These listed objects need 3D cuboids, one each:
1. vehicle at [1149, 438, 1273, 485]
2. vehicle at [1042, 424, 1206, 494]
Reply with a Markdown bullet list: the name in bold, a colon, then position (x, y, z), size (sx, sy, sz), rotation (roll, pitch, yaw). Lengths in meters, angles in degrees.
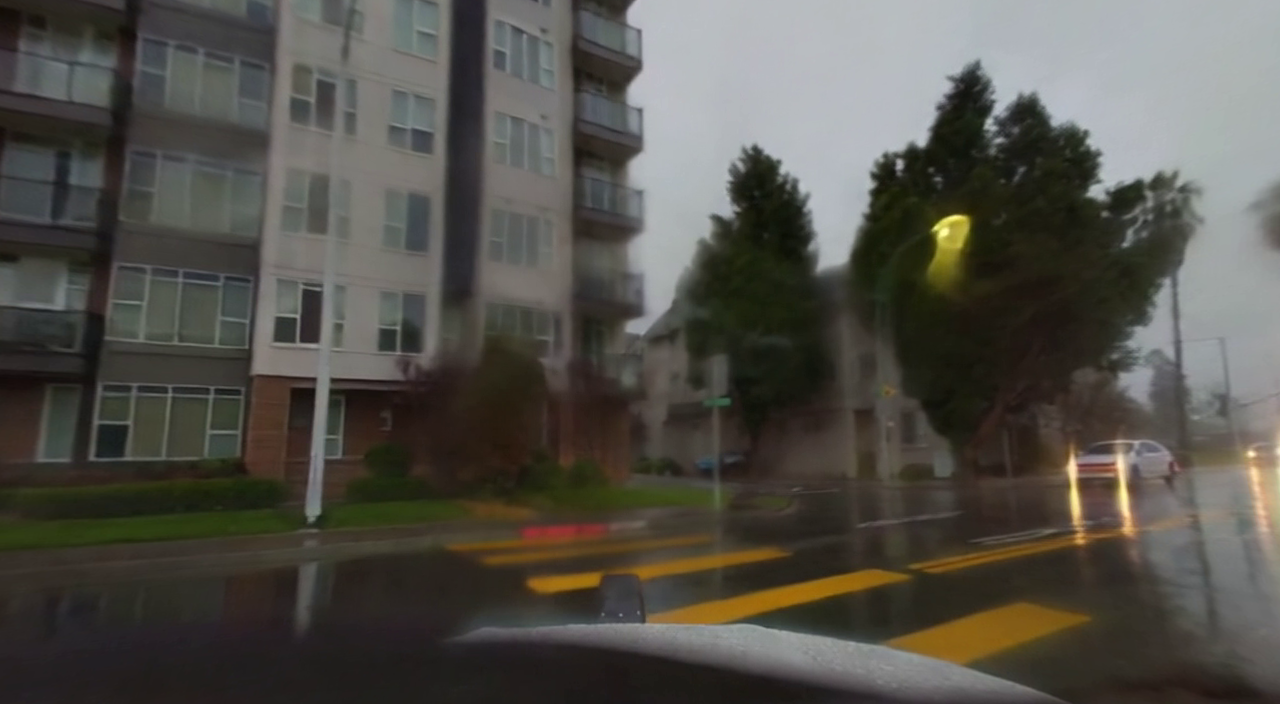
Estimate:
- **vehicle**: position (19.423, 3.666, 21.452), size (4.313, 1.462, 1.789), rotation (5, -10, -30)
- **vehicle**: position (14.185, 3.071, 18.493), size (4.619, 1.817, 1.993), rotation (4, -10, -29)
